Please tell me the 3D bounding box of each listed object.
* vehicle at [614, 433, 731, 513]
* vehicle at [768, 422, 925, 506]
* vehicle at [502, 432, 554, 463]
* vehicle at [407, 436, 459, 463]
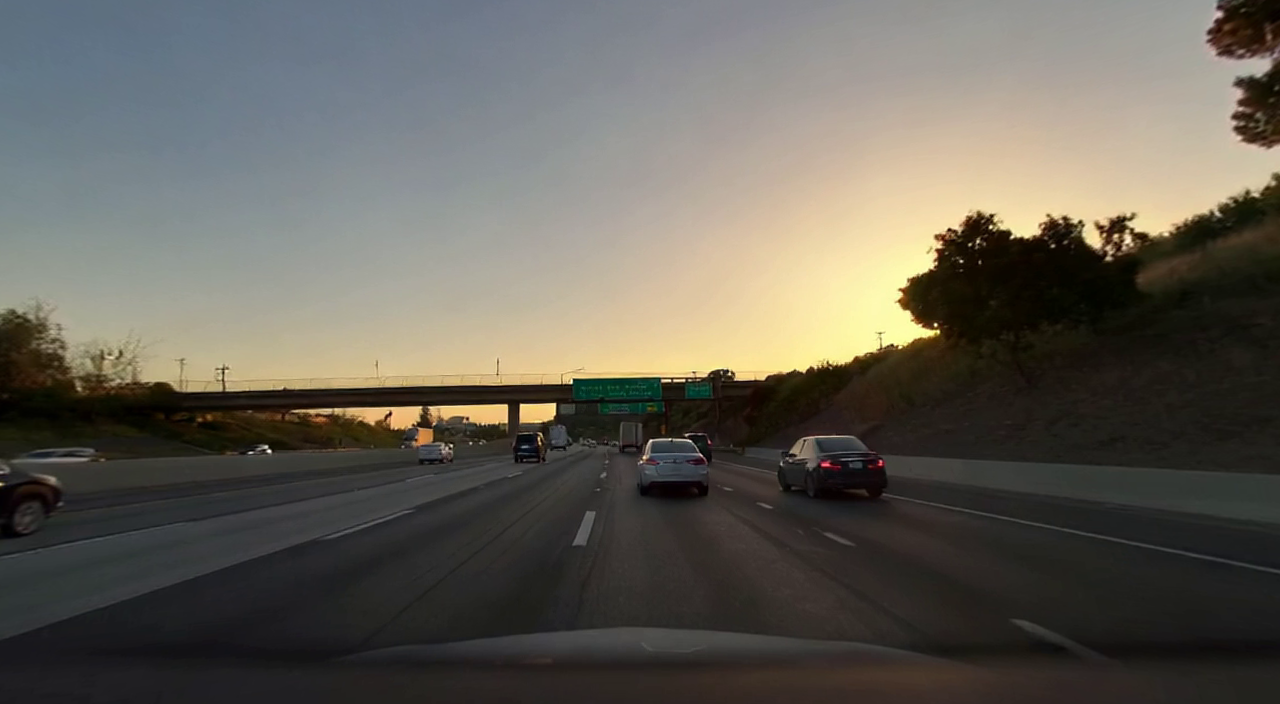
[{"bbox_3d":[0.518,2.540,13.760,2.042,1.446,4.269,0,-8,-4],"label":"vehicle"},{"bbox_3d":[4.728,2.639,15.280,2.100,1.707,4.342,0,-8,-4],"label":"vehicle"},{"bbox_3d":[-7.362,6.377,42.136,2.486,1.856,6.310,0,-8,-1],"label":"vehicle"},{"bbox_3d":[-14.515,6.888,44.546,2.180,1.796,4.839,0,-8,-2],"label":"vehicle"}]
